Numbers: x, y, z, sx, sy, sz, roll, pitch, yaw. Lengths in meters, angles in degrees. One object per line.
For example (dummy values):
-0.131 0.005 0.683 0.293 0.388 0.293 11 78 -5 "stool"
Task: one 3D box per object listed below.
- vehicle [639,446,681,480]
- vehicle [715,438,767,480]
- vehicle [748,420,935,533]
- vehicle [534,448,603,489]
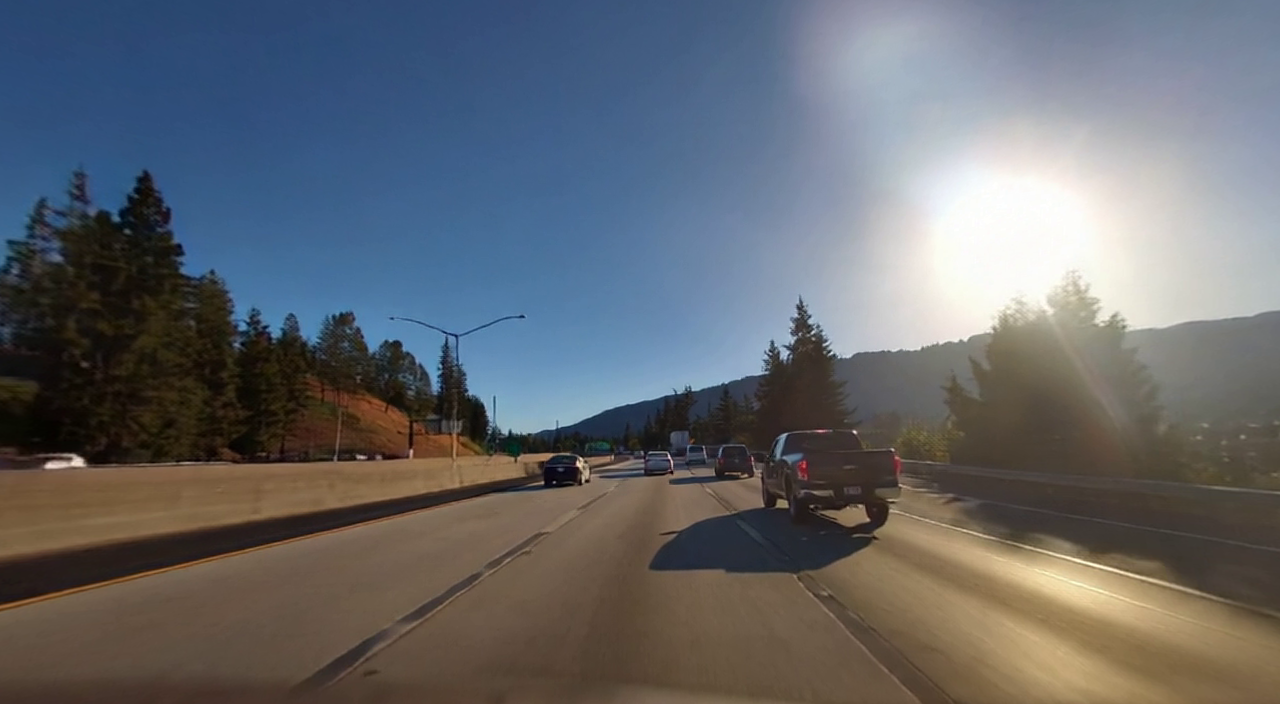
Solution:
1.008 5.553 31.871 1.959 1.604 4.065 -1 -8 2 "vehicle"
5.158 5.513 32.778 2.057 1.958 4.495 0 -8 1 "vehicle"
3.798 2.466 13.192 2.229 1.837 5.387 0 -8 1 "vehicle"
-2.862 4.806 26.492 2.109 1.530 4.646 -1 -9 3 "vehicle"
